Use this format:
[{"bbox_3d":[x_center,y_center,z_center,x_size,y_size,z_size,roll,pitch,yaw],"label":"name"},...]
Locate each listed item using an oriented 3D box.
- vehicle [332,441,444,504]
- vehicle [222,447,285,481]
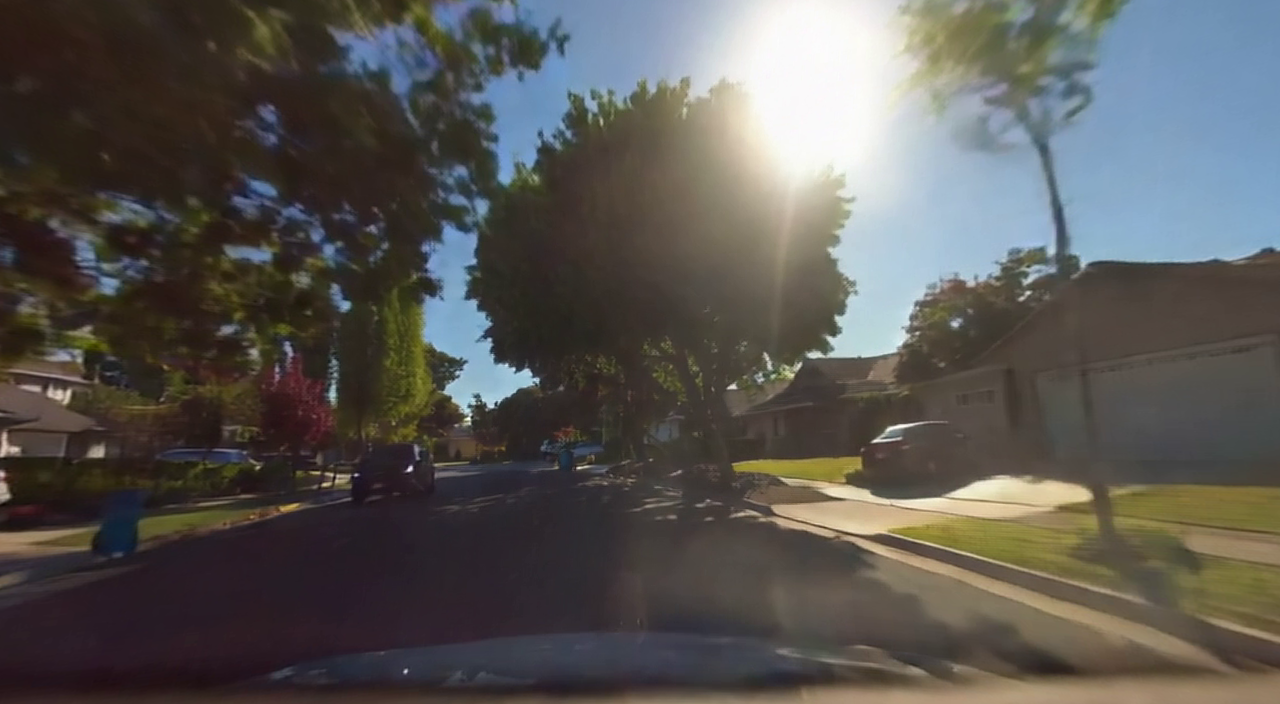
[{"bbox_3d":[-7.896,3.778,20.383,2.217,1.751,4.763,1,-9,-8],"label":"vehicle"},{"bbox_3d":[-22.376,6.411,36.510,4.330,1.813,1.951,-8,-12,44],"label":"vehicle"}]
